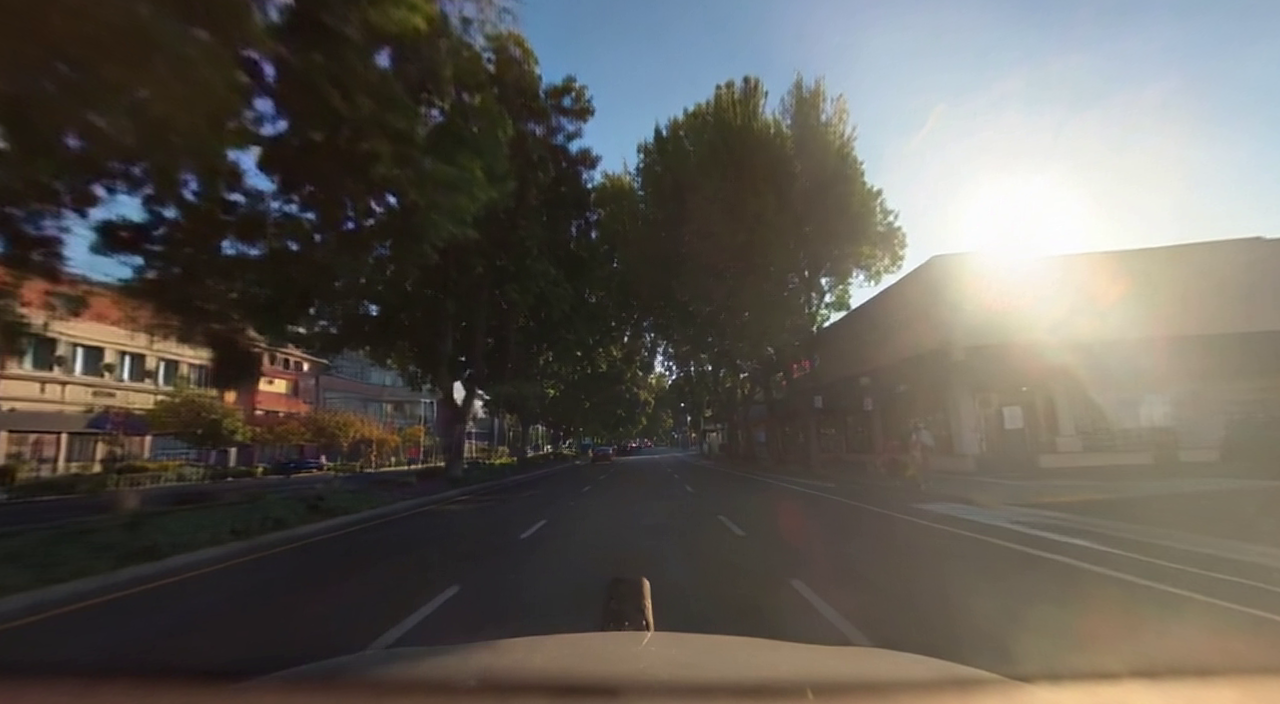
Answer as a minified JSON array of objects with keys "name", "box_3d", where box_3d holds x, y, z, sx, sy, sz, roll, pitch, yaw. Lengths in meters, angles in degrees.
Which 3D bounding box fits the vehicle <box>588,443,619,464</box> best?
[{"name":"vehicle","box_3d":[-2.774,7.814,48.685,2.082,1.460,4.442,0,-8,1]}]

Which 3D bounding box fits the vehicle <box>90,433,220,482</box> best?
[{"name":"vehicle","box_3d":[-29.590,6.420,38.606,5.890,2.815,2.228,0,-8,-2]}]
